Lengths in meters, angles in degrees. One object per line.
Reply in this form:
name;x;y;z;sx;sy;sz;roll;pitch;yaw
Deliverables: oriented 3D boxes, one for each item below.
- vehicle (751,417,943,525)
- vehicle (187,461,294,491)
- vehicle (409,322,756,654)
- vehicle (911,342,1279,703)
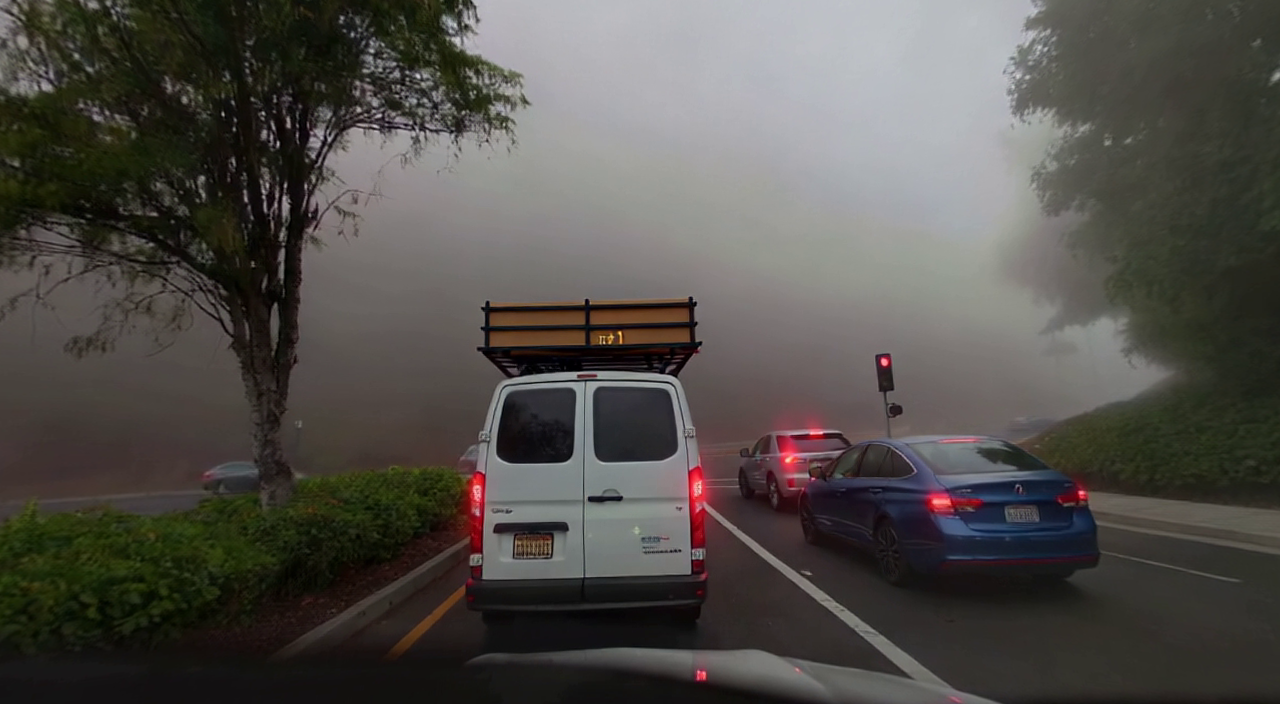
vehicle;3.697;2.215;12.274;2.024;1.692;4.252;1;-9;-4
vehicle;-19.454;6.045;31.004;4.135;1.321;1.687;3;-9;-22
vehicle;-0.359;1.155;6.193;2.145;2.089;4.309;0;-9;0
vehicle;3.456;0.941;3.400;1.965;1.671;4.146;0;-9;-3
